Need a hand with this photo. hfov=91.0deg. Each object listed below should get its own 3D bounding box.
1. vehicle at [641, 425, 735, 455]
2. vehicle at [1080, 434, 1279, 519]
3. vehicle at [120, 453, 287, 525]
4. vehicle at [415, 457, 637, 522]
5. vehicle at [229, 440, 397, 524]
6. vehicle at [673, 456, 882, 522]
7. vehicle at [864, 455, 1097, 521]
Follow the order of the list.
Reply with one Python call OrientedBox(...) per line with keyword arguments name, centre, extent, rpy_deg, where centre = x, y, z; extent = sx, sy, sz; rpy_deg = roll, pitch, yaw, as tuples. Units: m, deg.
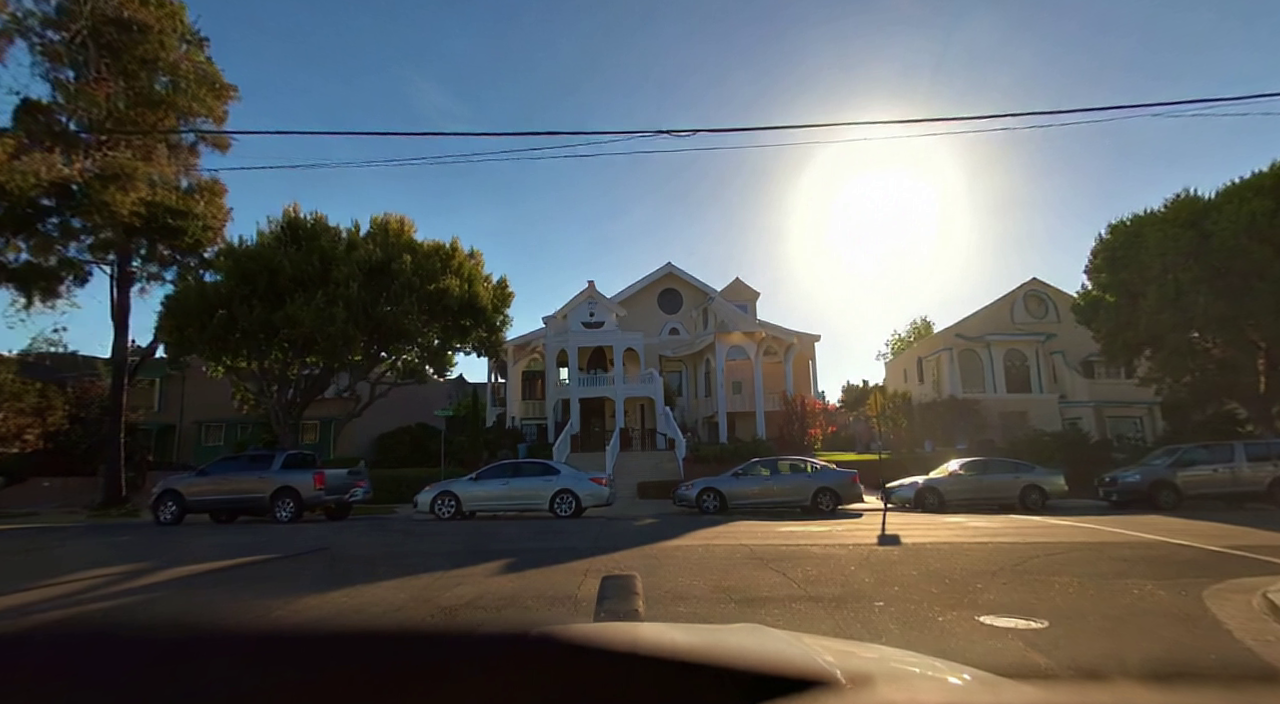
OrientedBox(name="vehicle", centre=(2.347, 4.424, 31.638), extent=(4.565, 1.479, 1.775), rpy_deg=(0, -9, -2))
OrientedBox(name="vehicle", centre=(14.492, 3.113, 16.160), extent=(4.513, 1.970, 2.512), rpy_deg=(0, -9, -4))
OrientedBox(name="vehicle", centre=(-11.631, 3.627, 17.180), extent=(1.827, 1.648, 4.030), rpy_deg=(1, -9, -4))
OrientedBox(name="vehicle", centre=(-2.611, 3.309, 15.390), extent=(5.075, 1.436, 1.863), rpy_deg=(0, -9, 0))
OrientedBox(name="vehicle", centre=(-8.640, 3.423, 17.252), extent=(2.046, 1.969, 4.585), rpy_deg=(0, -8, 1))
OrientedBox(name="vehicle", centre=(3.180, 3.277, 15.303), extent=(4.663, 1.452, 1.801), rpy_deg=(0, -9, 0))
OrientedBox(name="vehicle", centre=(8.321, 3.320, 15.647), extent=(4.785, 1.471, 1.798), rpy_deg=(0, -9, -4))
